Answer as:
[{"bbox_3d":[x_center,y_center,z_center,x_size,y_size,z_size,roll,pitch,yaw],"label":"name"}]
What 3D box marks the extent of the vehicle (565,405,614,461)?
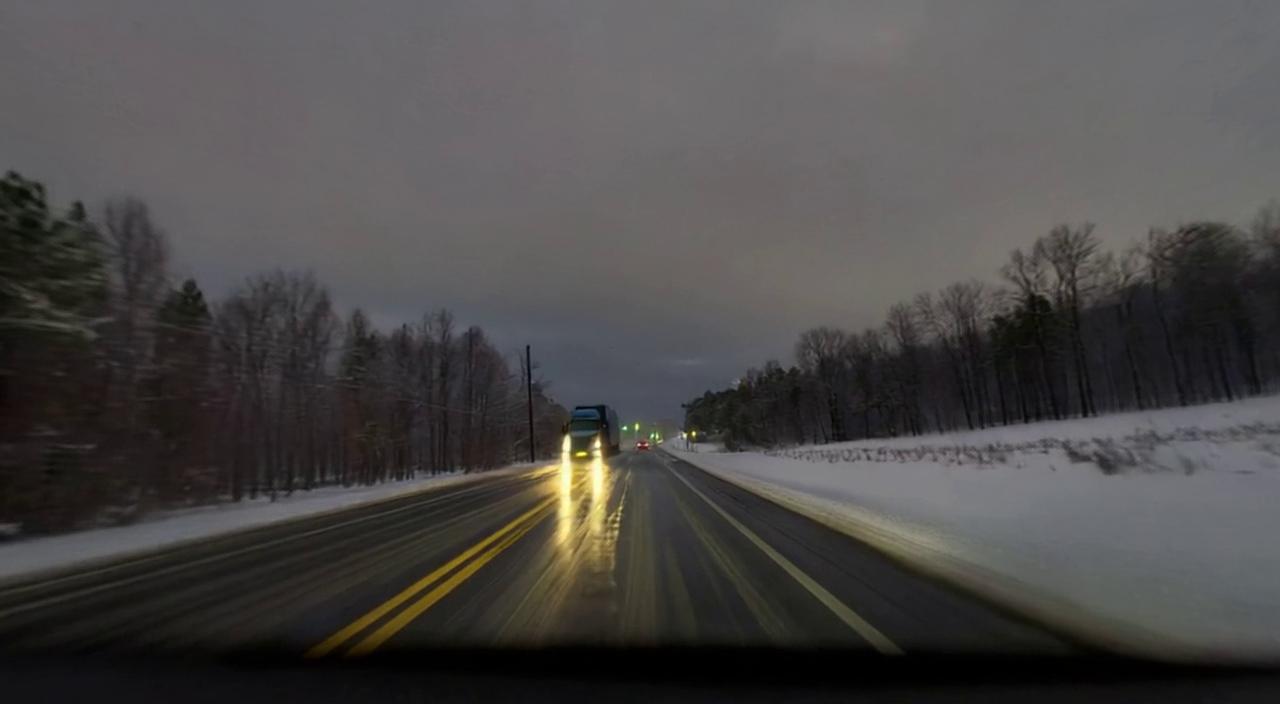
[{"bbox_3d":[-3.703,6.173,47.585,3.025,3.821,6.232,-1,-9,2],"label":"vehicle"}]
